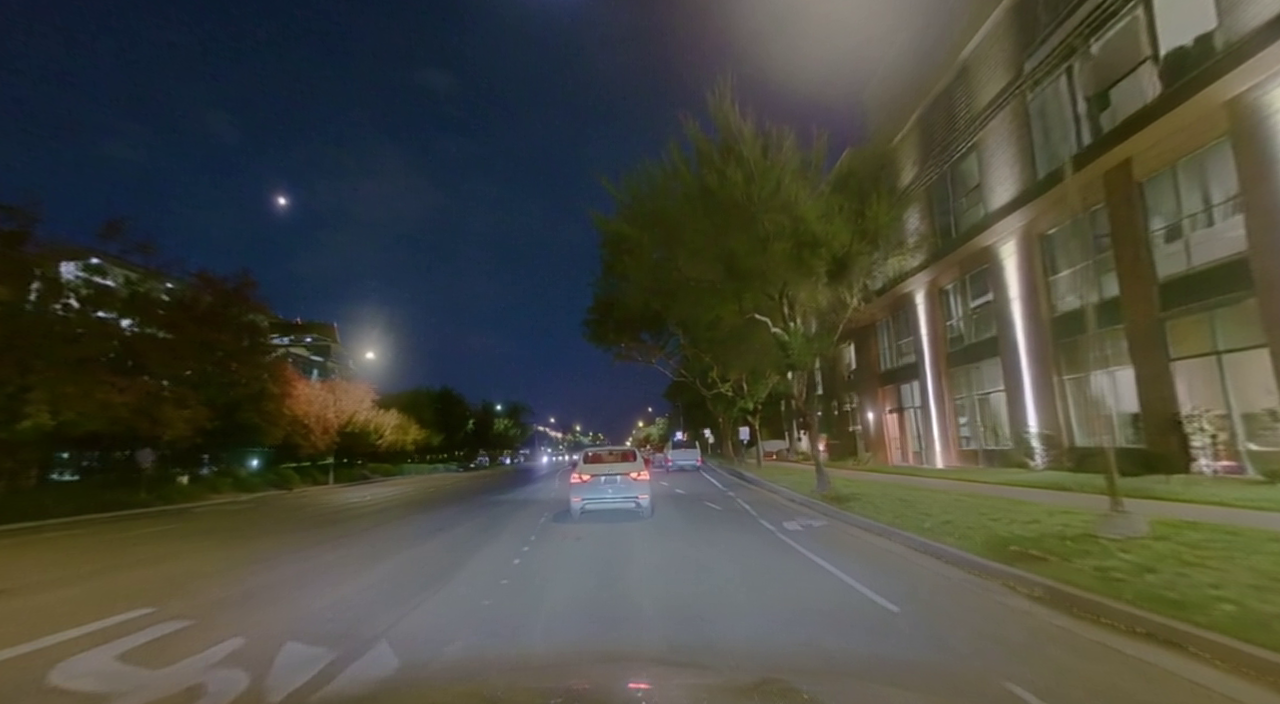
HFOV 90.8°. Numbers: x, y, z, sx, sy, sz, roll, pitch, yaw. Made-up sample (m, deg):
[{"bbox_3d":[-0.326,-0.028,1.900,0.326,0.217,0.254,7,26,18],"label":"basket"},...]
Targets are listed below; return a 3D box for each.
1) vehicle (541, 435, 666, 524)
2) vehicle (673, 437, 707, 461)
[{"bbox_3d":[-0.733,2.498,12.984,2.116,1.479,4.358,0,-9,-3],"label":"vehicle"},{"bbox_3d":[3.258,6.446,41.908,1.972,1.484,3.974,0,-8,1],"label":"vehicle"}]
